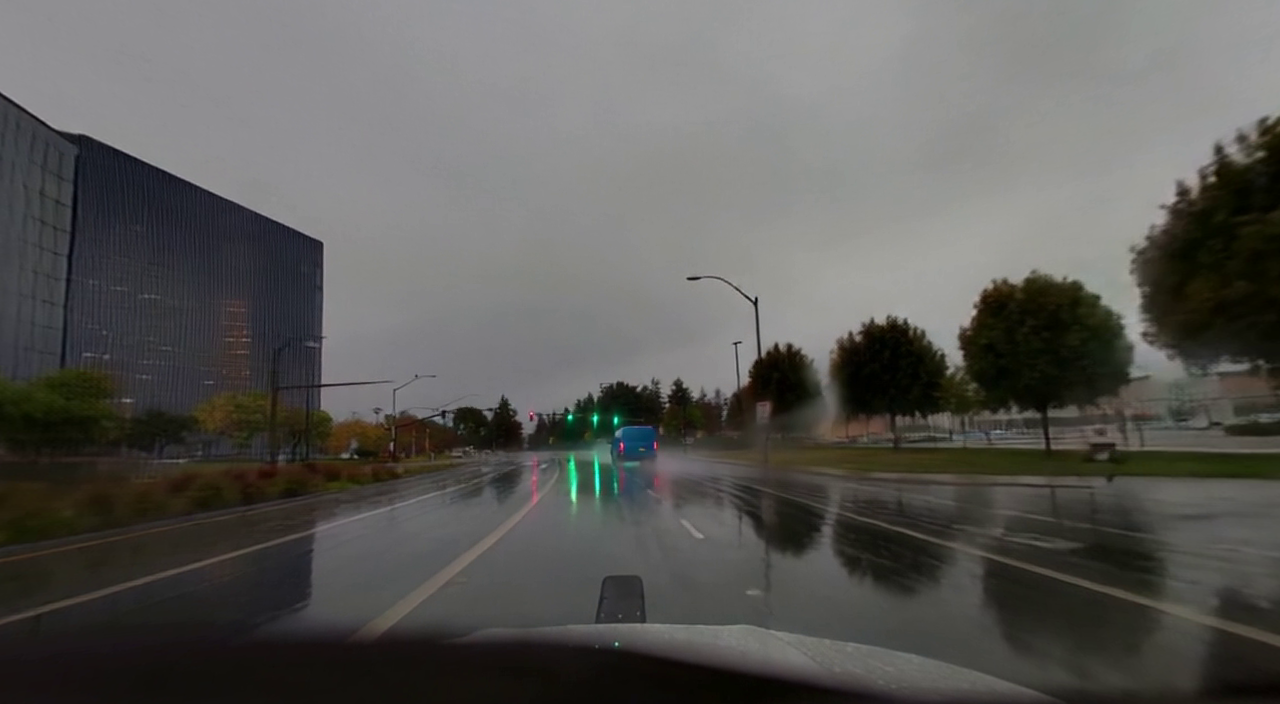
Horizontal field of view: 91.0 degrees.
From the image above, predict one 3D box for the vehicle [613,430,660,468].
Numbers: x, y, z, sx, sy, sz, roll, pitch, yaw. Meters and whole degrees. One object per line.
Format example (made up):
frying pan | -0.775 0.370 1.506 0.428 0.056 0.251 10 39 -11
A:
vehicle | -0.285 6.298 40.974 2.339 2.244 4.817 1 -9 -9
